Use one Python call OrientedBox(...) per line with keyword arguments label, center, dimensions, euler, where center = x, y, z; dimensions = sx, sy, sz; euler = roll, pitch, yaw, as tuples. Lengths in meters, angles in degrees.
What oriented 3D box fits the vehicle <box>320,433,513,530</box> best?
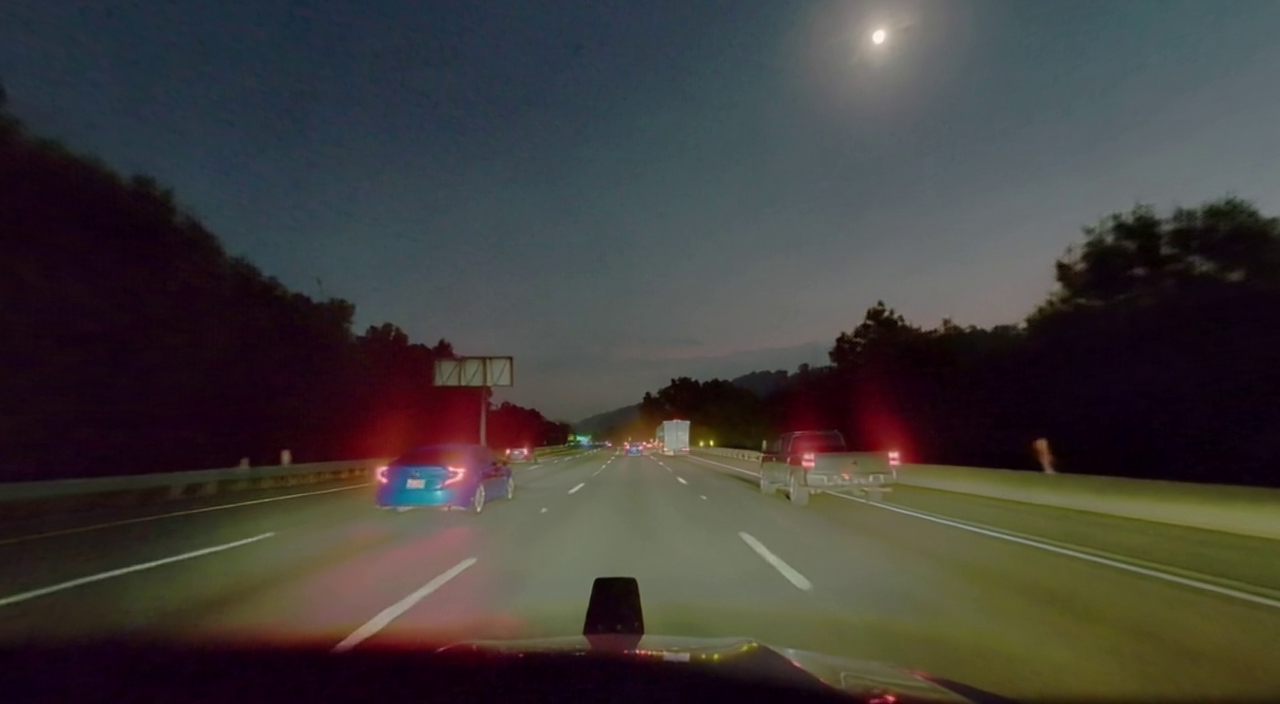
OrientedBox(label="vehicle", center=(-3.930, 2.354, 12.052), dimensions=(2.090, 1.487, 4.276), euler=(0, -9, 0))
